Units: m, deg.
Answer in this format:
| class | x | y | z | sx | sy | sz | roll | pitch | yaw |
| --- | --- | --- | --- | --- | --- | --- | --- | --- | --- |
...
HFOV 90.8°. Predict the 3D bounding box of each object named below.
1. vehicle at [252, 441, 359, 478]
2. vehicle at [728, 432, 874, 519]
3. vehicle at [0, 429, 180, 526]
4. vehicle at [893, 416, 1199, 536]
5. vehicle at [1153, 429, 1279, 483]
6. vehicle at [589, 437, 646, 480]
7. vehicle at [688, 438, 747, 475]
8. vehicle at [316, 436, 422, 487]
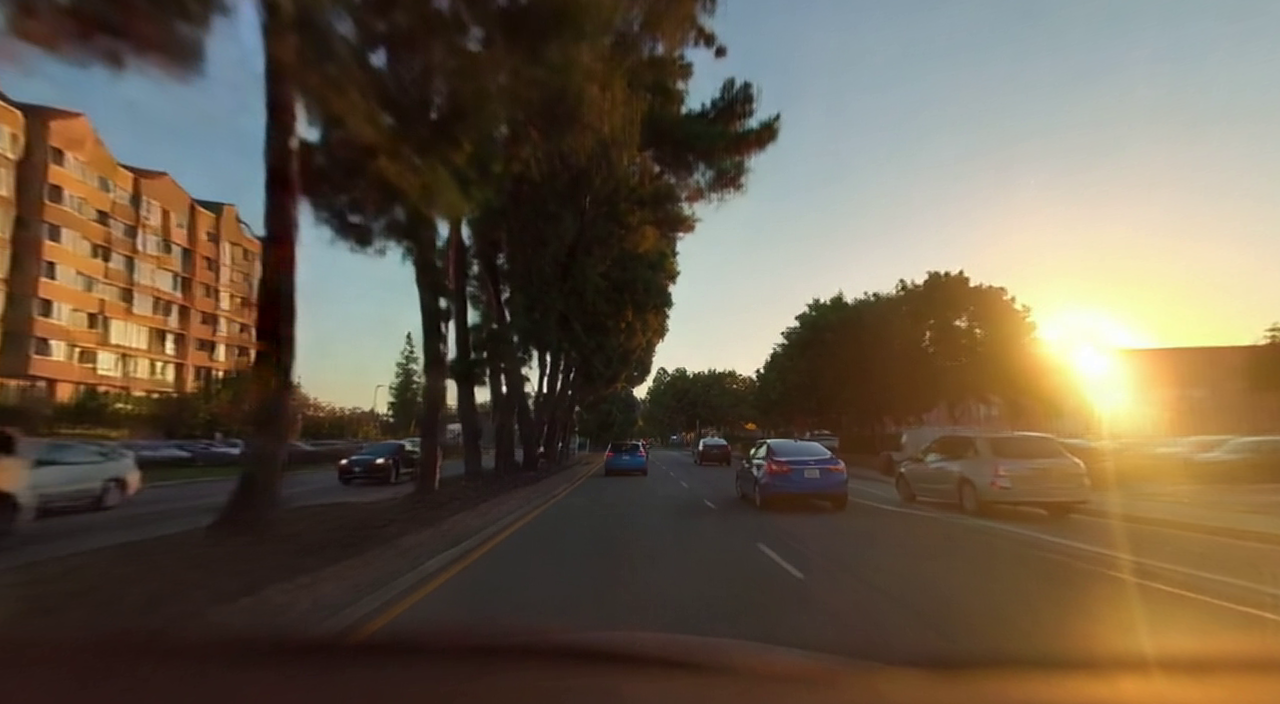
| class | x | y | z | sx | sy | sz | roll | pitch | yaw |
| --- | --- | --- | --- | --- | --- | --- | --- | --- | --- |
| vehicle | -16.283 | 5.236 | 31.209 | 2.115 | 1.621 | 5.840 | 0 | -8 | 0 |
| vehicle | 3.067 | 2.425 | 12.904 | 1.852 | 1.498 | 3.825 | 0 | -8 | -2 |
| vehicle | -12.459 | 2.560 | 13.404 | 1.954 | 1.715 | 4.518 | 0 | -8 | 0 |
| vehicle | 7.145 | 2.244 | 12.136 | 2.224 | 1.772 | 5.325 | 0 | -8 | -1 |
| vehicle | 20.664 | 3.490 | 21.361 | 4.697 | 1.691 | 2.106 | 0 | -8 | 0 |
| vehicle | -0.784 | 4.009 | 23.996 | 1.994 | 1.479 | 3.647 | 0 | -8 | 0 |
| vehicle | 3.296 | 4.536 | 27.615 | 1.908 | 1.453 | 4.230 | 0 | -8 | -2 |
| vehicle | -9.292 | 3.775 | 22.084 | 1.953 | 1.612 | 4.204 | 0 | -8 | -2 |
